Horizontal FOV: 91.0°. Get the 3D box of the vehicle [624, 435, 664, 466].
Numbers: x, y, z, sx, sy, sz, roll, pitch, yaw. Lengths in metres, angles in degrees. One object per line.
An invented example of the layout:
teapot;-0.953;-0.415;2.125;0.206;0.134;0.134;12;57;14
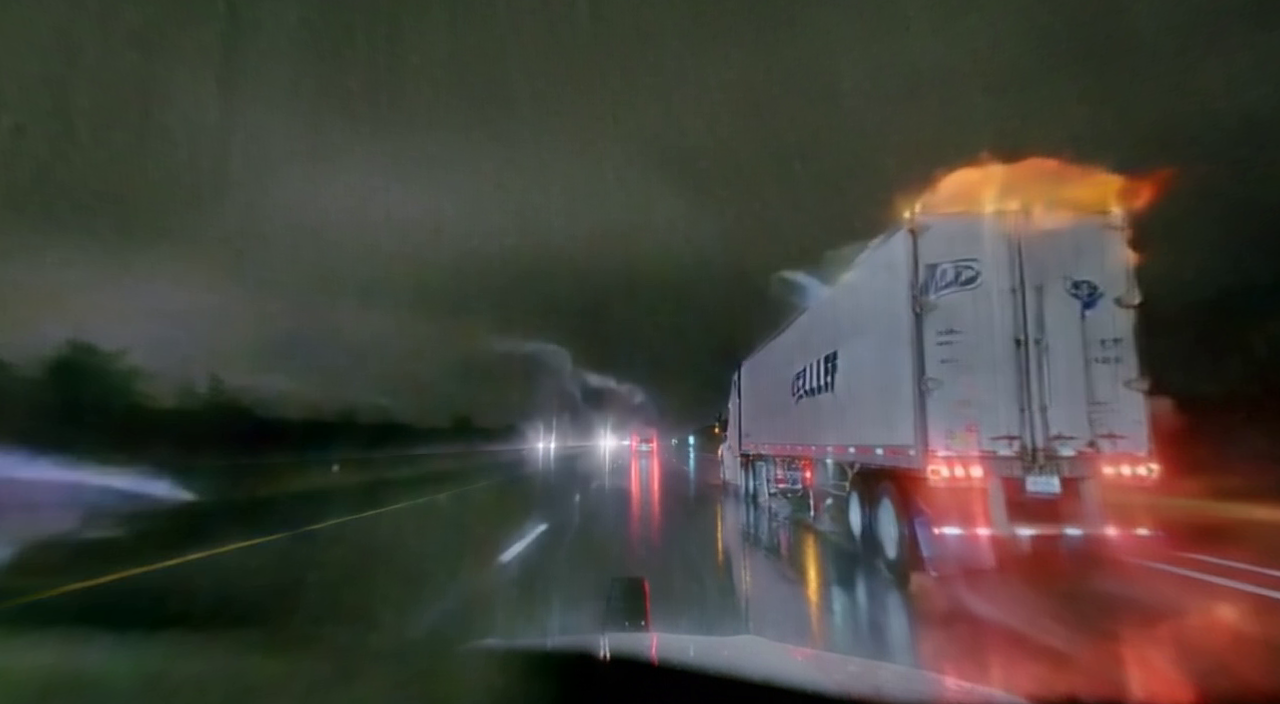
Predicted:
vehicle;0.230;5.464;35.090;2.111;1.635;4.177;0;-8;1
